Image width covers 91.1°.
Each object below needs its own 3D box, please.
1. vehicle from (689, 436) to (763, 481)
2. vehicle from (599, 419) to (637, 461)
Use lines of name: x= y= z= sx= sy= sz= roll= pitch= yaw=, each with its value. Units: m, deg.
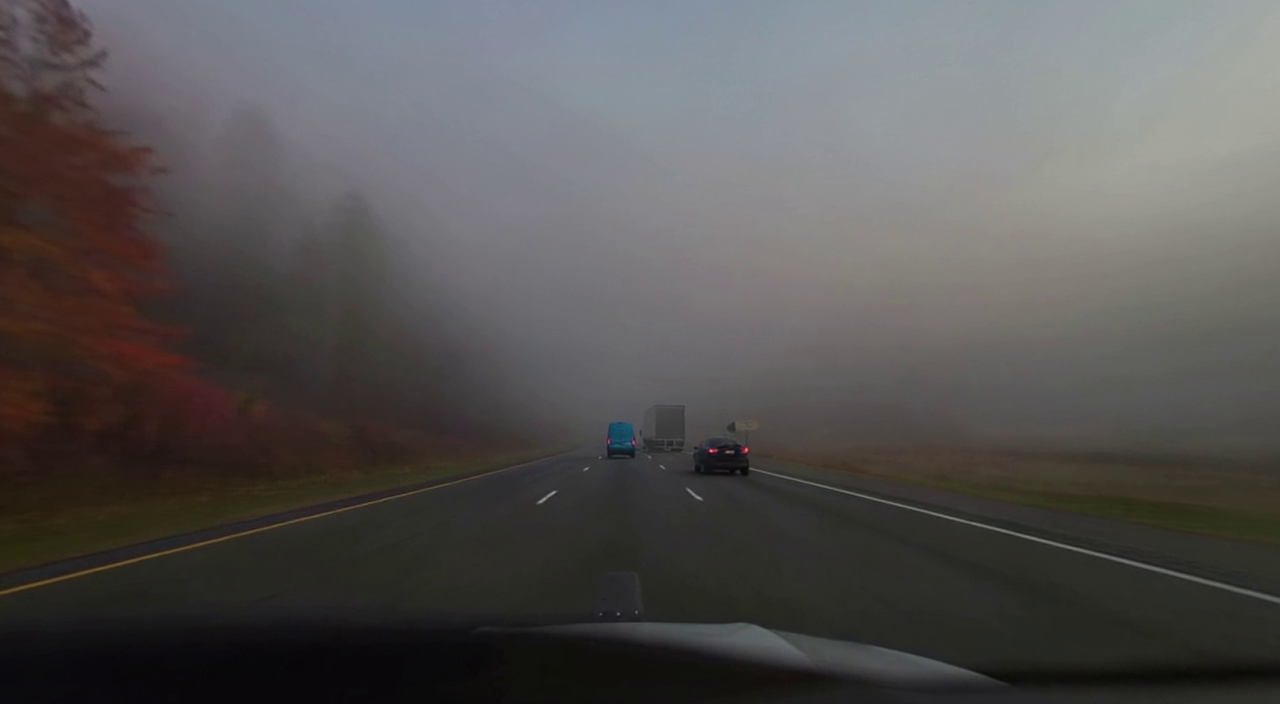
vehicle: x=3.082 y=3.883 z=23.425 sx=1.962 sy=1.508 sz=4.363 roll=0 pitch=-8 yaw=-2
vehicle: x=-1.423 y=5.834 z=41.838 sx=2.389 sy=2.637 sz=5.437 roll=0 pitch=-8 yaw=-1
